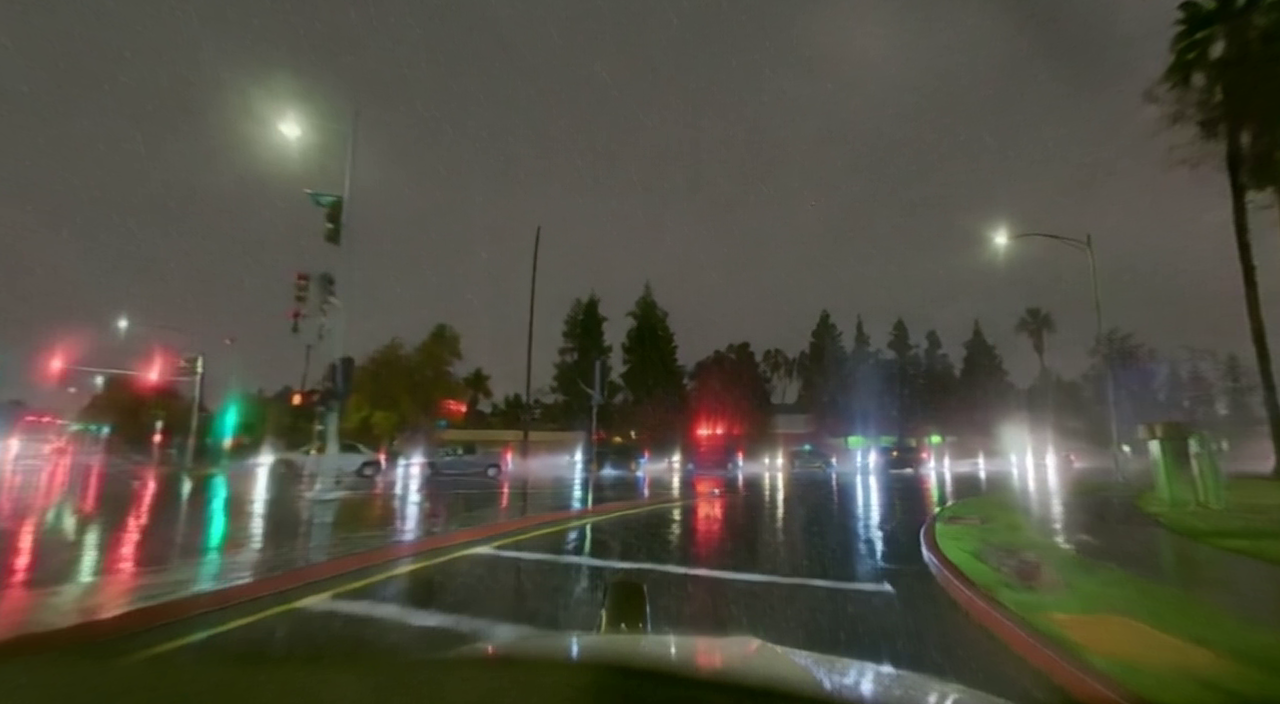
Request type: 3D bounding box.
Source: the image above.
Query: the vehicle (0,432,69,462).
[{"bbox_3d":[-38.867,6.122,40.336,2.114,1.784,4.450,5,-10,-30],"label":"vehicle"}]

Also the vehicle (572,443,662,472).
[{"bbox_3d":[-1.350,6.351,37.690,5.112,1.593,1.865,5,-12,-29],"label":"vehicle"}]

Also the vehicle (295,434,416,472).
[{"bbox_3d":[-12.622,4.530,27.931,4.648,1.501,1.862,7,-11,-29],"label":"vehicle"}]

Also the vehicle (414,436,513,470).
[{"bbox_3d":[-9.296,5.323,33.202,4.713,1.664,1.909,4,-11,-30],"label":"vehicle"}]

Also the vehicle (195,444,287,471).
[{"bbox_3d":[-23.388,6.226,37.000,4.389,1.502,1.794,5,-10,-30],"label":"vehicle"}]

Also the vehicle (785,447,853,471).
[{"bbox_3d":[12.088,7.191,42.359,4.356,1.543,1.844,6,-10,-30],"label":"vehicle"}]

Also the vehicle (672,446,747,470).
[{"bbox_3d":[4.612,6.988,41.347,4.774,1.493,1.854,6,-10,-30],"label":"vehicle"}]
